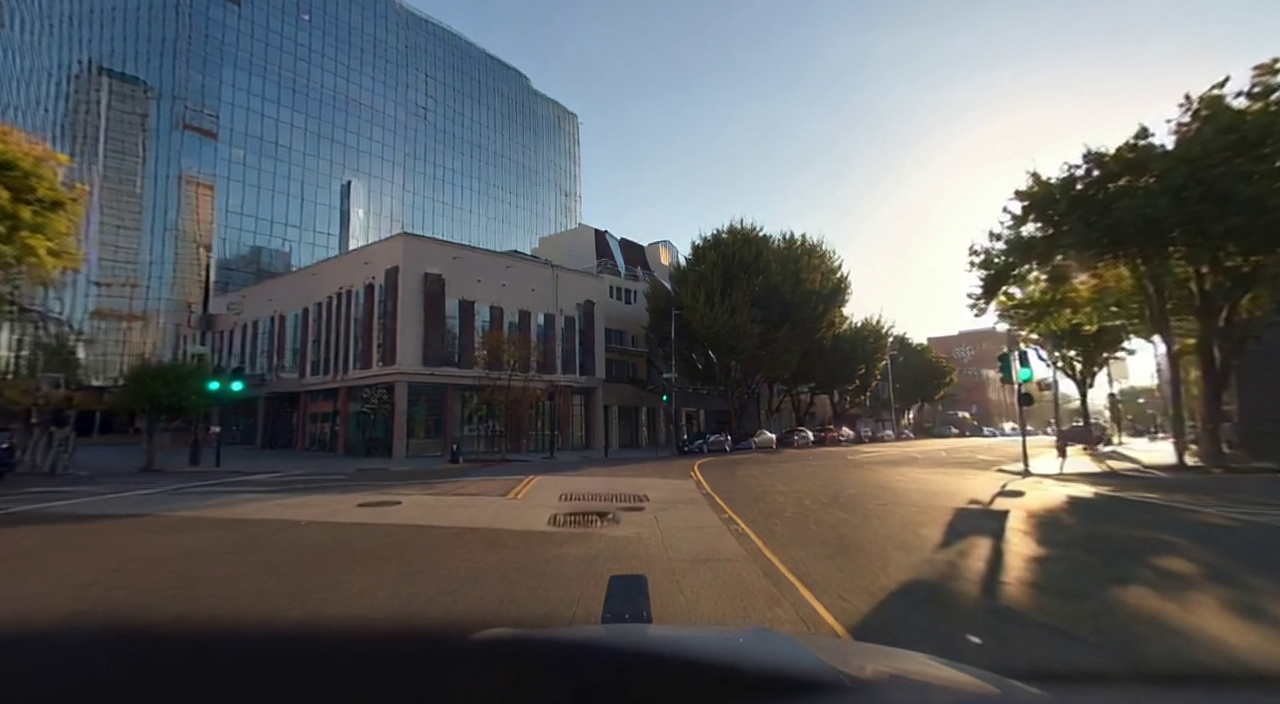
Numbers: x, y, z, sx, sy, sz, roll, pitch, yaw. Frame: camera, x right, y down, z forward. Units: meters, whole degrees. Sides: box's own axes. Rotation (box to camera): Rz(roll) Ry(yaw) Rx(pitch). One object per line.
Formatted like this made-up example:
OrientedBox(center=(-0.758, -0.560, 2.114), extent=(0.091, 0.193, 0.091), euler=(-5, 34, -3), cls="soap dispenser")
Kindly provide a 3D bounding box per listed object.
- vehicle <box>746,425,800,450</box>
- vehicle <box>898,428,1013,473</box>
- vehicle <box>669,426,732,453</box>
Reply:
OrientedBox(center=(8.248, 5.272, 38.779), extent=(1.852, 1.465, 4.092), euler=(-5, -9, 32), cls="vehicle")
OrientedBox(center=(11.577, 3.651, 23.565), extent=(2.148, 1.488, 4.508), euler=(0, -8, 3), cls="vehicle")
OrientedBox(center=(3.935, 5.675, 40.620), extent=(1.922, 1.628, 4.291), euler=(-7, -10, 40), cls="vehicle")
